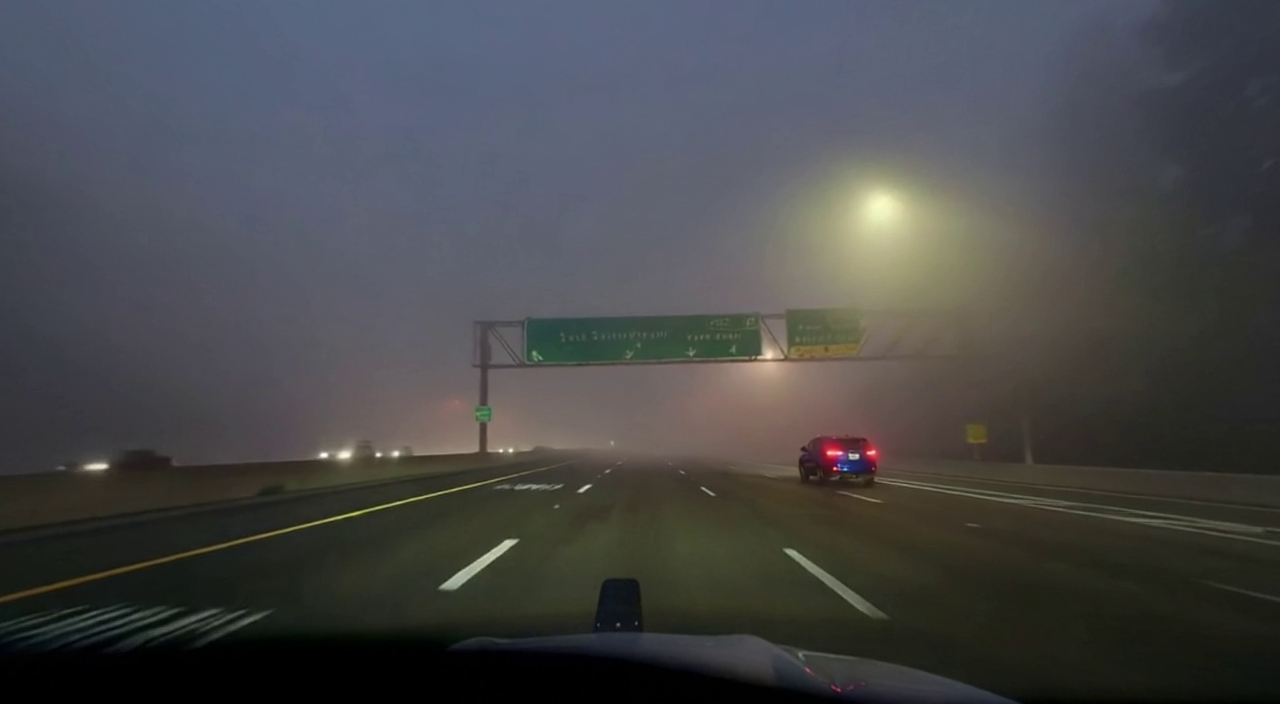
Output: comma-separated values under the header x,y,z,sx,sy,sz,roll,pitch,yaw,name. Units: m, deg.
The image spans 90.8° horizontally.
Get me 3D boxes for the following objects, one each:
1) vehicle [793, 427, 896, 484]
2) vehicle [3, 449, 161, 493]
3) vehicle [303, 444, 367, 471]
x,y,z,sx,sy,sz,roll,pitch,yaw,name
7.415,3.803,23.479,2.222,1.899,4.595,0,-8,-1,vehicle
-21.687,4.611,24.872,1.895,1.490,4.731,0,-8,0,vehicle
-21.715,7.477,45.197,2.096,1.815,4.839,0,-8,0,vehicle
